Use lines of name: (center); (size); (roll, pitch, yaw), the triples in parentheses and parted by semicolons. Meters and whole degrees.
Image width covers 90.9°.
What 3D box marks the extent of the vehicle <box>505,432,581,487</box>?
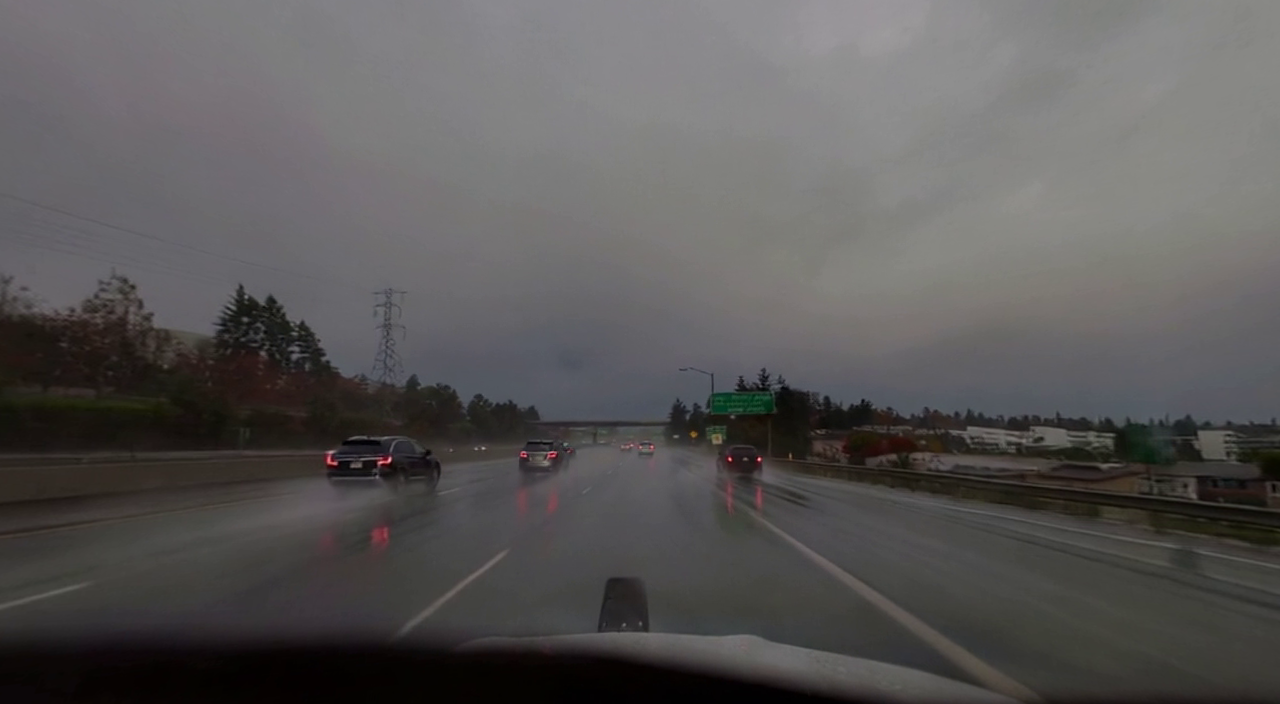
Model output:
vehicle: (-3.250, 3.682, 21.967); (1.961, 1.704, 4.052); (0, -8, 1)

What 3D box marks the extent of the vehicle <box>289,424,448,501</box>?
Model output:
vehicle: (-7.246, 2.996, 17.558); (2.162, 1.805, 4.853); (0, -8, 2)

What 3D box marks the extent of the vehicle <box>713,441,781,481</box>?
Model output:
vehicle: (4.260, 4.389, 25.795); (1.964, 1.479, 4.252); (0, -8, -1)
